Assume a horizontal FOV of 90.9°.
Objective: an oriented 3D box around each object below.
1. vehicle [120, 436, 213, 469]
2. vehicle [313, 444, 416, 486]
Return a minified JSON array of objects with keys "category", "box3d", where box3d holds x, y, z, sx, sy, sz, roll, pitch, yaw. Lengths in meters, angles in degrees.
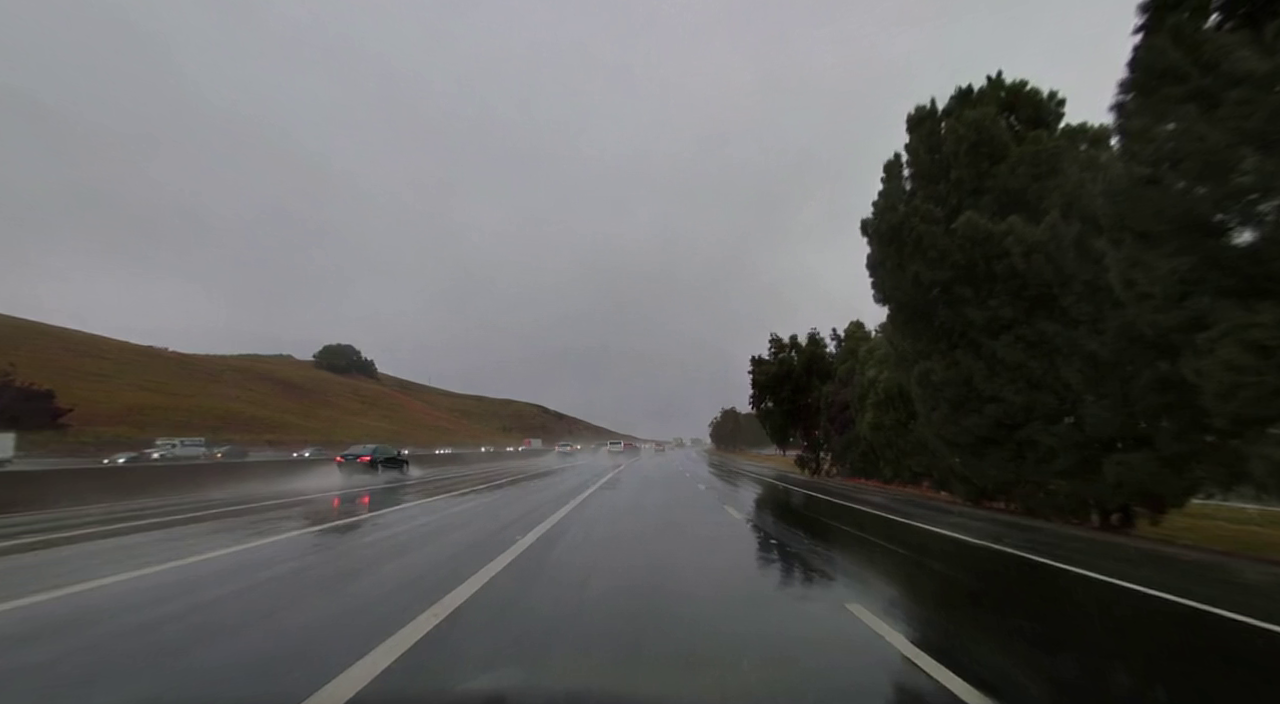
[{"category":"vehicle","box3d":[-37.177,7.863,49.809,2.119,2.396,6.381,-1,-8,3]},{"category":"vehicle","box3d":[-10.488,4.320,24.432,1.927,1.454,4.395,-1,-8,2]}]
